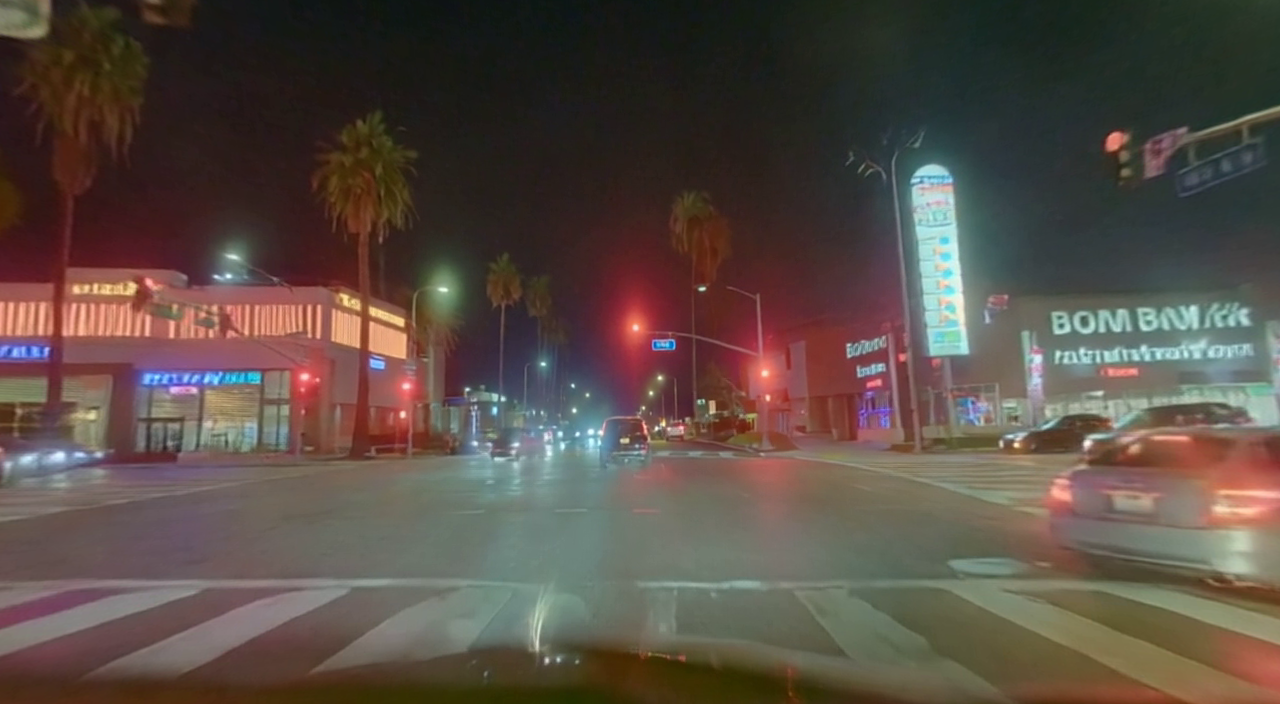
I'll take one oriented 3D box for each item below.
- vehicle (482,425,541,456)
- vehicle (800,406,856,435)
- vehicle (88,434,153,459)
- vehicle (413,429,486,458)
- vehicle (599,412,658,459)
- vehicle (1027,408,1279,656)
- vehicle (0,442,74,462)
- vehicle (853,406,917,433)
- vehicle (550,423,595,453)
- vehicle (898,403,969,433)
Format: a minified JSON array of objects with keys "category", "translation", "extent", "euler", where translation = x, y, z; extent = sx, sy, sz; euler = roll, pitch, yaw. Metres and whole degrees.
[{"category":"vehicle","translation":[-6.601,4.623,32.975],"extent":[2.032,1.508,4.661],"euler":[-1,-8,1]},{"category":"vehicle","translation":[11.353,4.195,38.547],"extent":[1.899,1.550,4.531],"euler":[-1,-7,-2]},{"category":"vehicle","translation":[-40.671,7.388,49.481],"extent":[1.615,1.455,3.501],"euler":[-7,-4,26]},{"category":"vehicle","translation":[-10.271,5.003,34.489],"extent":[2.002,1.470,4.388],"euler":[-2,-8,11]},{"category":"vehicle","translation":[-0.498,3.523,26.554],"extent":[2.264,1.798,4.531],"euler":[0,-8,-1]},{"category":"vehicle","translation":[4.868,1.155,4.417],"extent":[1.963,1.449,4.653],"euler":[-2,-8,9]},{"category":"vehicle","translation":[-43.091,7.159,45.204],"extent":[1.573,1.372,3.435],"euler":[-7,-11,29]},{"category":"vehicle","translation":[14.058,3.944,36.516],"extent":[1.797,1.443,4.451],"euler":[-1,-7,-1]},{"category":"vehicle","translation":[-3.646,4.754,34.843],"extent":[1.921,1.491,4.332],"euler":[-1,-8,1]},{"category":"vehicle","translation":[16.597,3.807,35.993],"extent":[1.850,1.509,4.297],"euler":[0,-9,-1]}]
